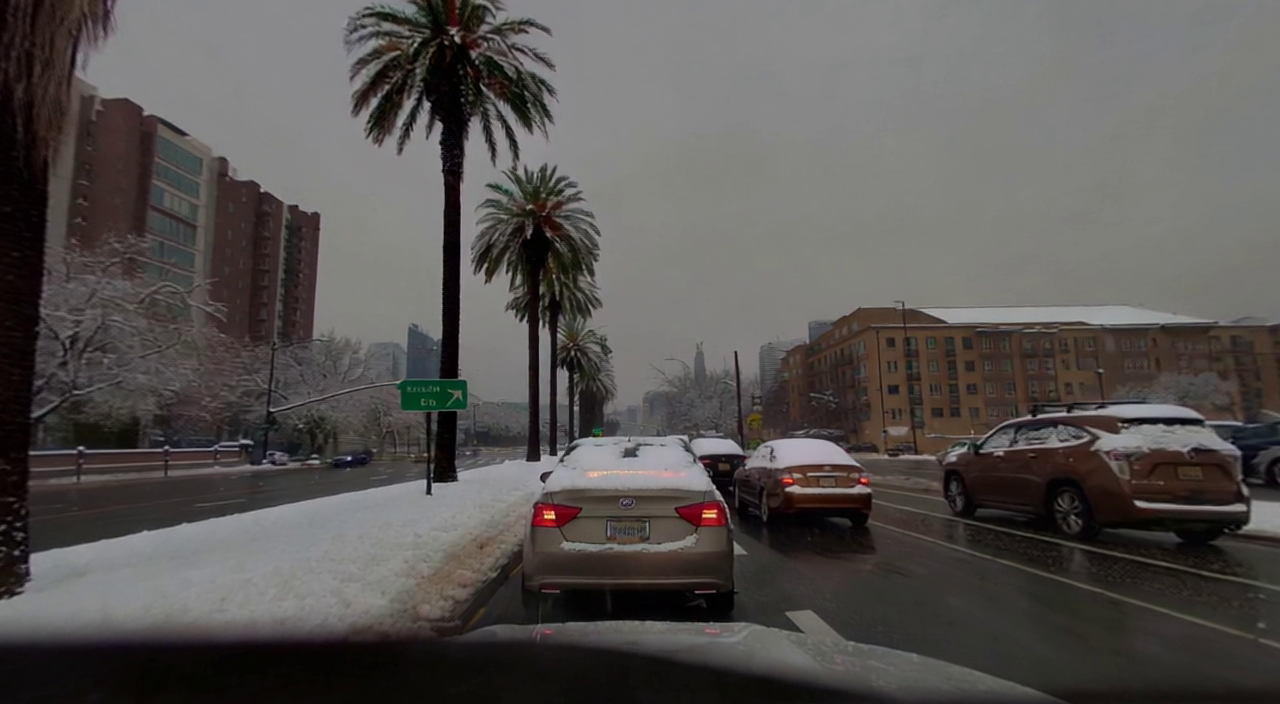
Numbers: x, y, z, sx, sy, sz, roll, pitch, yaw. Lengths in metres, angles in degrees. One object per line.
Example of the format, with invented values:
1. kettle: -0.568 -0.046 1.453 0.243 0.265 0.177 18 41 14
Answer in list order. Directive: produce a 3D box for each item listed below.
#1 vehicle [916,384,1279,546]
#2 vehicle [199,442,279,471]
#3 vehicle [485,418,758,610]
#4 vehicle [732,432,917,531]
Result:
1. vehicle: 7.176 1.858 10.970 2.254 2.072 5.577 0 -8 1
2. vehicle: -28.344 7.376 44.893 2.115 1.884 5.481 0 -8 0
3. vehicle: -0.159 1.581 7.035 2.158 1.498 3.919 0 -8 0
4. vehicle: 3.081 2.263 11.671 1.925 1.451 4.436 0 -8 -2
